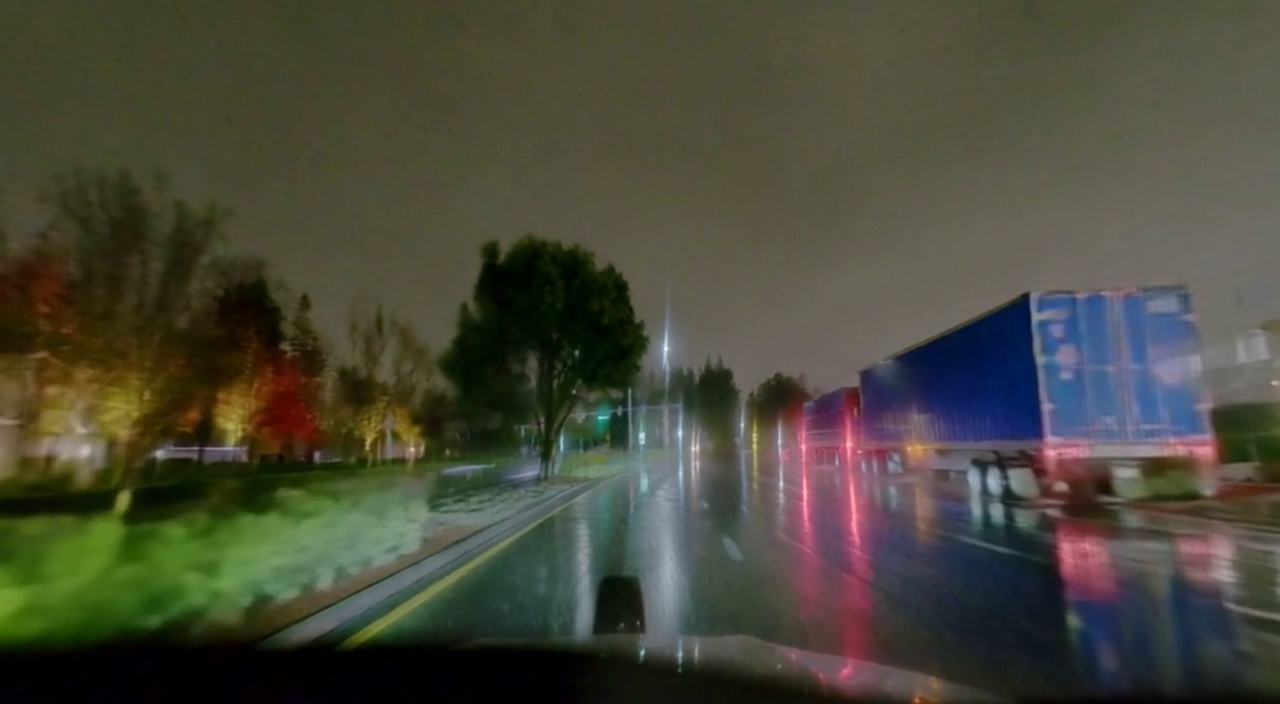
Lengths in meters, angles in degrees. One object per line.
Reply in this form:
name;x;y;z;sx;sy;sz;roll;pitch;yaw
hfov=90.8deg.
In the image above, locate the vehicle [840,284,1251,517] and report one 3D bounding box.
vehicle;10.419;2.146;20.848;2.907;4.439;17.681;0;-8;3
